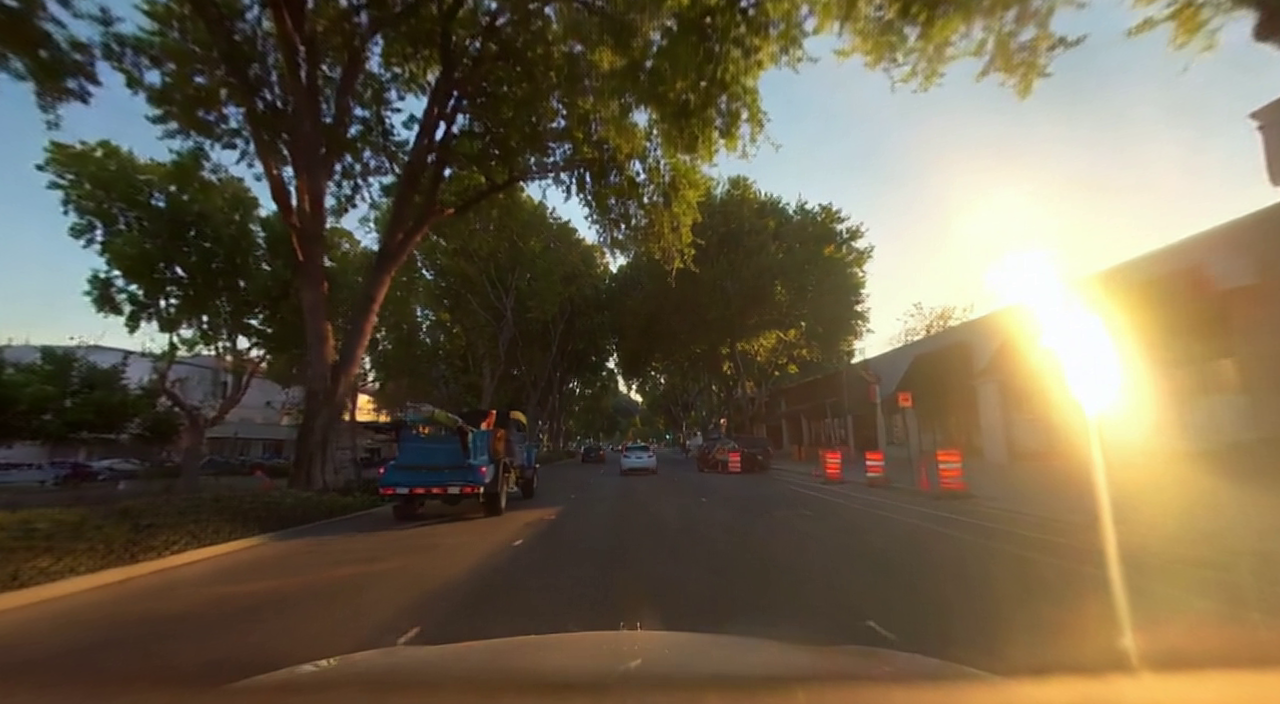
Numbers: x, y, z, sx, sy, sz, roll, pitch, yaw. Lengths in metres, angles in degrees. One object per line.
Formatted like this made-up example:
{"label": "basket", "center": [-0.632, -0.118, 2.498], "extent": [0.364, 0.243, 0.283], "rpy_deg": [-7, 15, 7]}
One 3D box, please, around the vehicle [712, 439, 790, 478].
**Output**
{"label": "vehicle", "center": [4.950, 4.807, 28.878], "extent": [2.082, 1.601, 4.451], "rpy_deg": [1, -9, -10]}

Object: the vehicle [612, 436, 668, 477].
{"label": "vehicle", "center": [-0.046, 4.856, 29.552], "extent": [2.413, 1.748, 4.406], "rpy_deg": [0, -8, -1]}

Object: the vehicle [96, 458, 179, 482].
{"label": "vehicle", "center": [-34.849, 8.190, 43.956], "extent": [1.876, 1.470, 4.711], "rpy_deg": [0, -8, 0]}

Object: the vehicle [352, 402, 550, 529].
{"label": "vehicle", "center": [-3.508, 2.287, 13.302], "extent": [2.424, 2.063, 5.678], "rpy_deg": [0, -9, 0]}
